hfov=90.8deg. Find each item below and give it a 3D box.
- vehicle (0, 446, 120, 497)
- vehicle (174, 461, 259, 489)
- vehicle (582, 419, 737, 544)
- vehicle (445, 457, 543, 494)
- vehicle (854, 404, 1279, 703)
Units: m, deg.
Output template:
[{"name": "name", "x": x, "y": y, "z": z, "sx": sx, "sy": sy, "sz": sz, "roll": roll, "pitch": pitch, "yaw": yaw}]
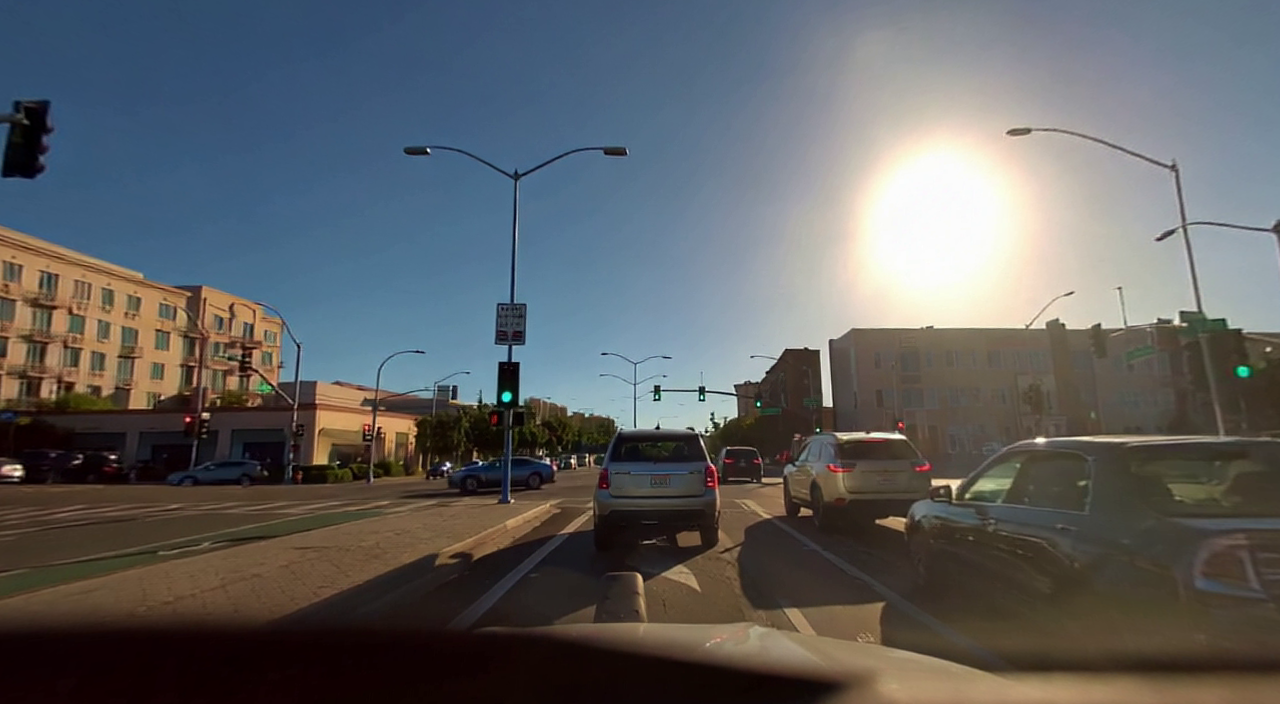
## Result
[{"name": "vehicle", "x": -24.975, "y": 4.875, "z": 26.004, "sx": 5.062, "sy": 1.946, "sz": 2.243, "roll": 0, "pitch": -9, "yaw": 0}, {"name": "vehicle", "x": -25.691, "y": 7.458, "z": 38.454, "sx": 3.981, "sy": 1.477, "sz": 1.872, "roll": 4, "pitch": -10, "yaw": -26}, {"name": "vehicle", "x": 0.268, "y": 2.267, "z": 11.675, "sx": 2.292, "sy": 1.840, "sz": 4.394, "roll": 0, "pitch": -9, "yaw": 0}, {"name": "vehicle", "x": -6.283, "y": 5.228, "z": 26.911, "sx": 4.447, "sy": 1.430, "sz": 1.885, "roll": -10, "pitch": -14, "yaw": 43}, {"name": "vehicle", "x": 3.434, "y": 1.326, "z": 4.965, "sx": 2.056, "sy": 1.516, "sz": 4.776, "roll": -1, "pitch": -9, "yaw": 3}]
